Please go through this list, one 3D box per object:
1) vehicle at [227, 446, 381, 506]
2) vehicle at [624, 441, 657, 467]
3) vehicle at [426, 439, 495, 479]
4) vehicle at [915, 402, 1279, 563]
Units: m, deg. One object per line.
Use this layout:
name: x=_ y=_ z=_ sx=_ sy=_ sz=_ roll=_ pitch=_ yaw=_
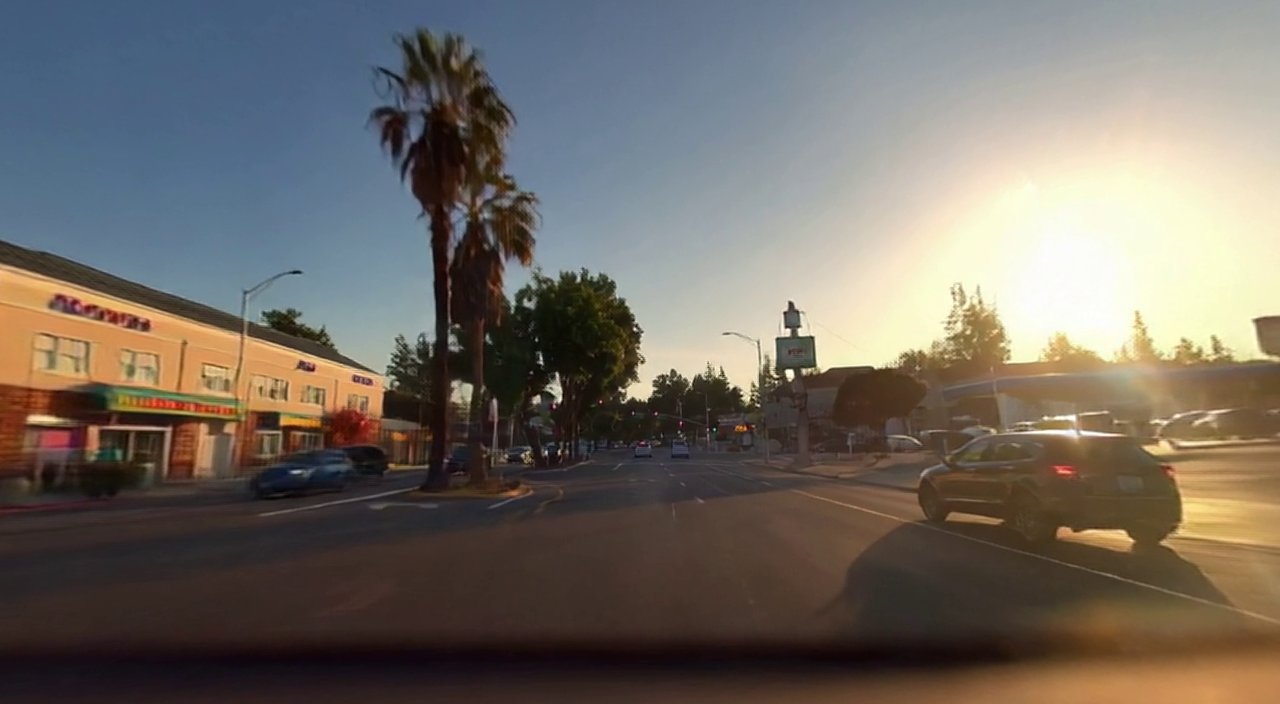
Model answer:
vehicle: x=-9.530 y=3.512 z=18.473 sx=1.931 sy=1.479 sz=4.555 roll=-1 pitch=-9 yaw=1
vehicle: x=0.045 y=7.233 z=44.923 sx=2.177 sy=1.754 sz=3.815 roll=0 pitch=-9 yaw=0
vehicle: x=-9.262 y=5.542 z=33.166 sx=2.169 sy=1.910 sz=4.745 roll=-1 pitch=-9 yaw=1
vehicle: x=6.396 y=1.856 z=9.720 sx=2.066 sy=1.807 sz=4.893 roll=0 pitch=-9 yaw=-1
